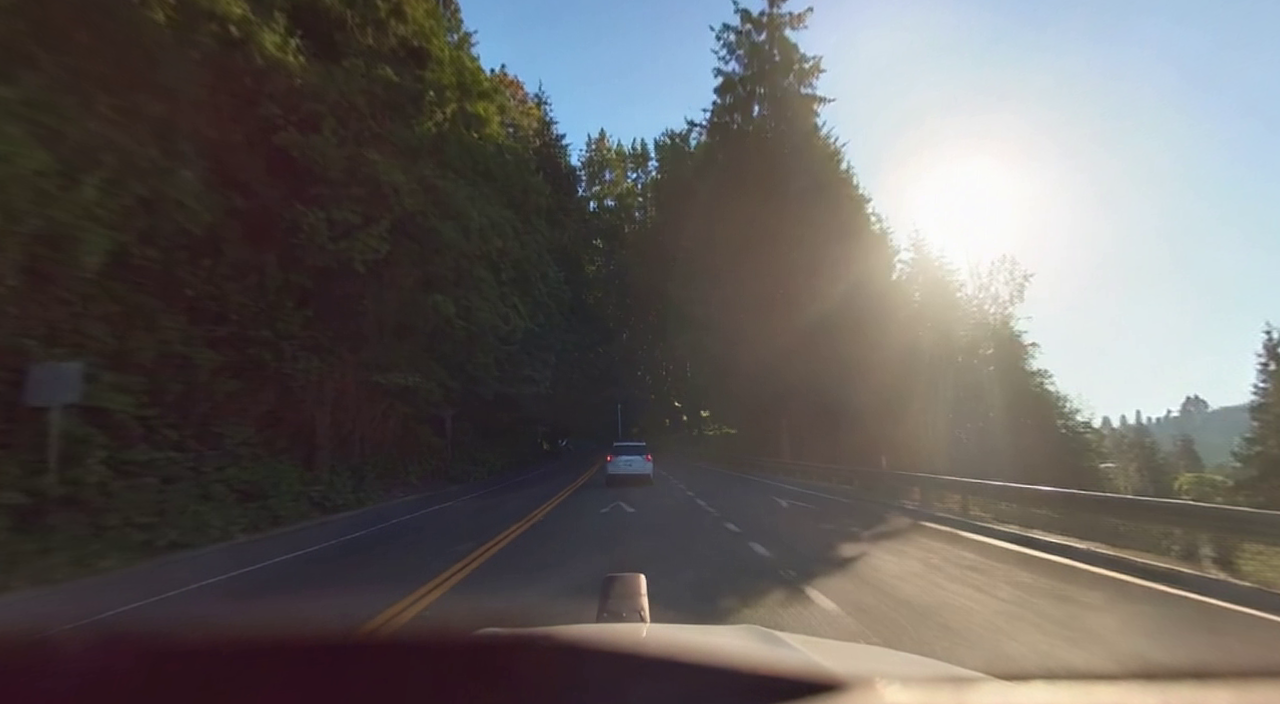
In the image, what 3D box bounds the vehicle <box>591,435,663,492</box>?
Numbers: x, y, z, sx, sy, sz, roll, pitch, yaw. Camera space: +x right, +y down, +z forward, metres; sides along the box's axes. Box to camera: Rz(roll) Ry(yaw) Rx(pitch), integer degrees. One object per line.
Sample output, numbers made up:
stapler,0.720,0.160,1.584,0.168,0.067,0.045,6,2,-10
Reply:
vehicle,-0.412,3.474,19.877,2.037,1.601,3.643,0,-9,-1
